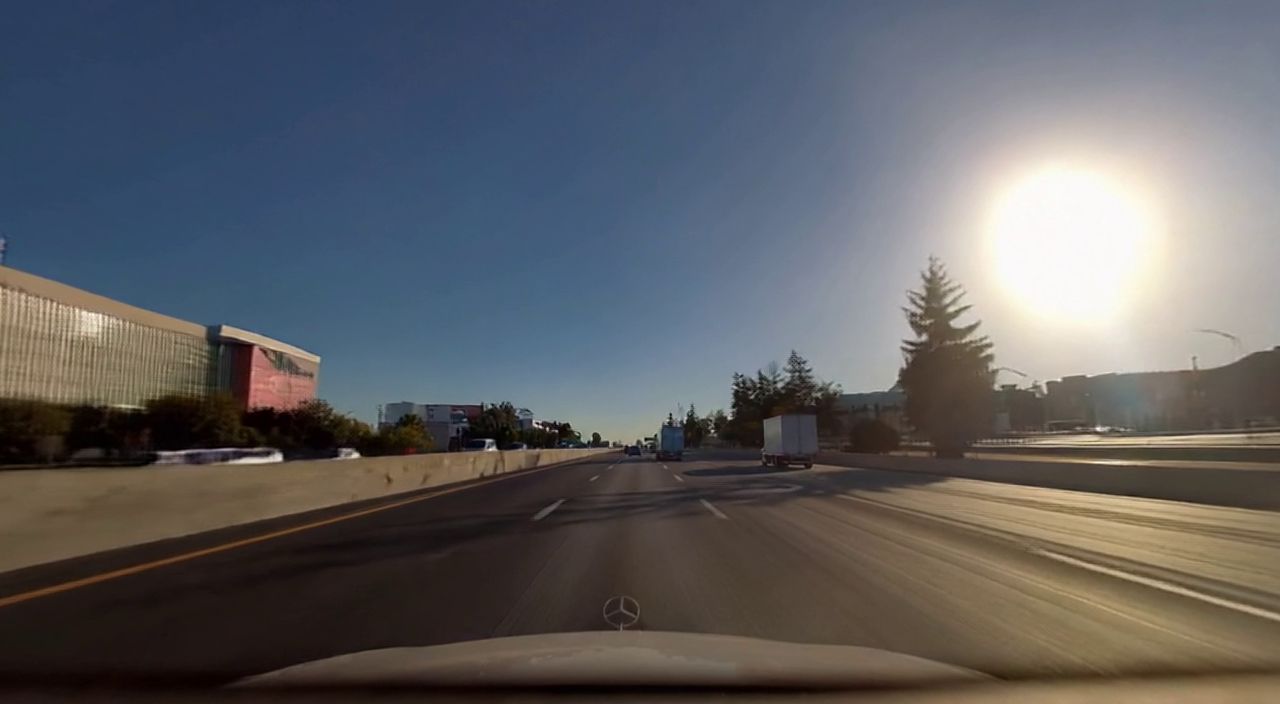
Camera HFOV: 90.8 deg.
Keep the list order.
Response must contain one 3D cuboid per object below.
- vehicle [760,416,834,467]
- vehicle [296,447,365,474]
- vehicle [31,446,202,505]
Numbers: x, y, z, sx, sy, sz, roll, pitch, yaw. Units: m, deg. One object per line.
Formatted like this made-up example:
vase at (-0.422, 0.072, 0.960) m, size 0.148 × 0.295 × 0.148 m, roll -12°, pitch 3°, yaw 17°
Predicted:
vehicle at (11.221, 6.605, 46.285) m, size 2.912 × 3.293 × 9.588 m, roll 0°, pitch -9°, yaw 0°
vehicle at (-17.139, 6.010, 35.231) m, size 1.870 × 1.399 × 3.844 m, roll 0°, pitch -9°, yaw 0°
vehicle at (-13.654, 3.197, 16.767) m, size 1.541 × 1.373 × 3.408 m, roll 0°, pitch -9°, yaw 1°
